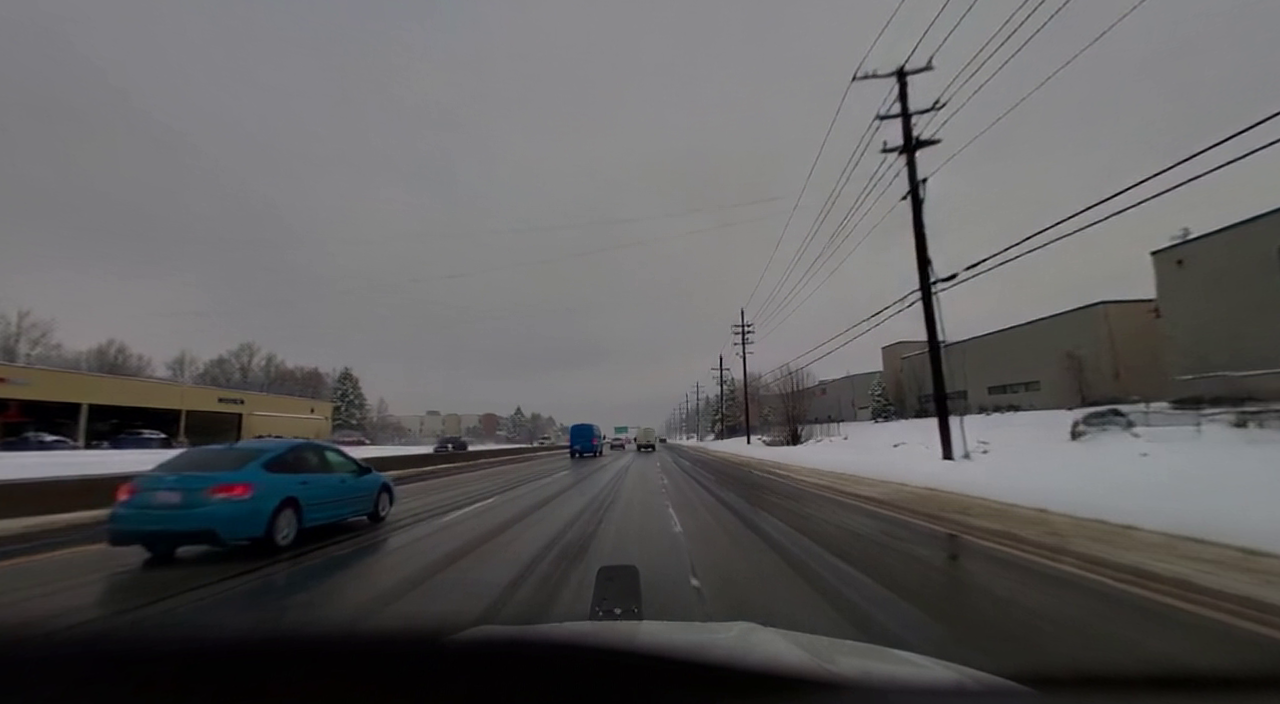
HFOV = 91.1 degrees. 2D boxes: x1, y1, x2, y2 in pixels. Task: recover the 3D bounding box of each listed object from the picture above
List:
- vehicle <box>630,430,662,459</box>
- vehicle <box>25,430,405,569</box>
[{"bbox_3d":[0.390,6.852,46.650,2.213,1.997,4.456,0,-8,-1],"label":"vehicle"},{"bbox_3d":[-5.443,1.901,9.160,2.087,1.464,4.853,0,-8,1],"label":"vehicle"}]
